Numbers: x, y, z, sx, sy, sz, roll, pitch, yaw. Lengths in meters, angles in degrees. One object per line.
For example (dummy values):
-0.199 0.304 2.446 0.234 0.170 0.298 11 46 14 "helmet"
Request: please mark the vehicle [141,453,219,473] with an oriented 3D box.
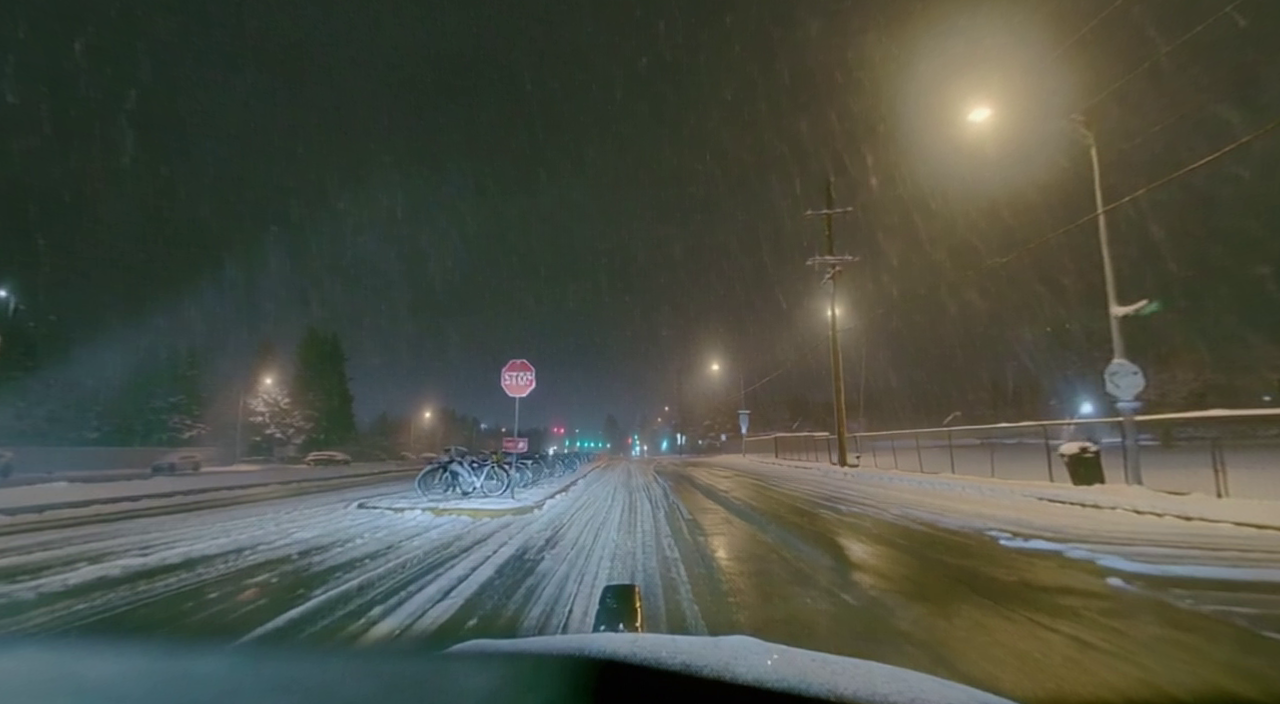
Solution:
-34.040 8.229 46.851 4.327 1.402 1.757 0 -9 -4 "vehicle"
